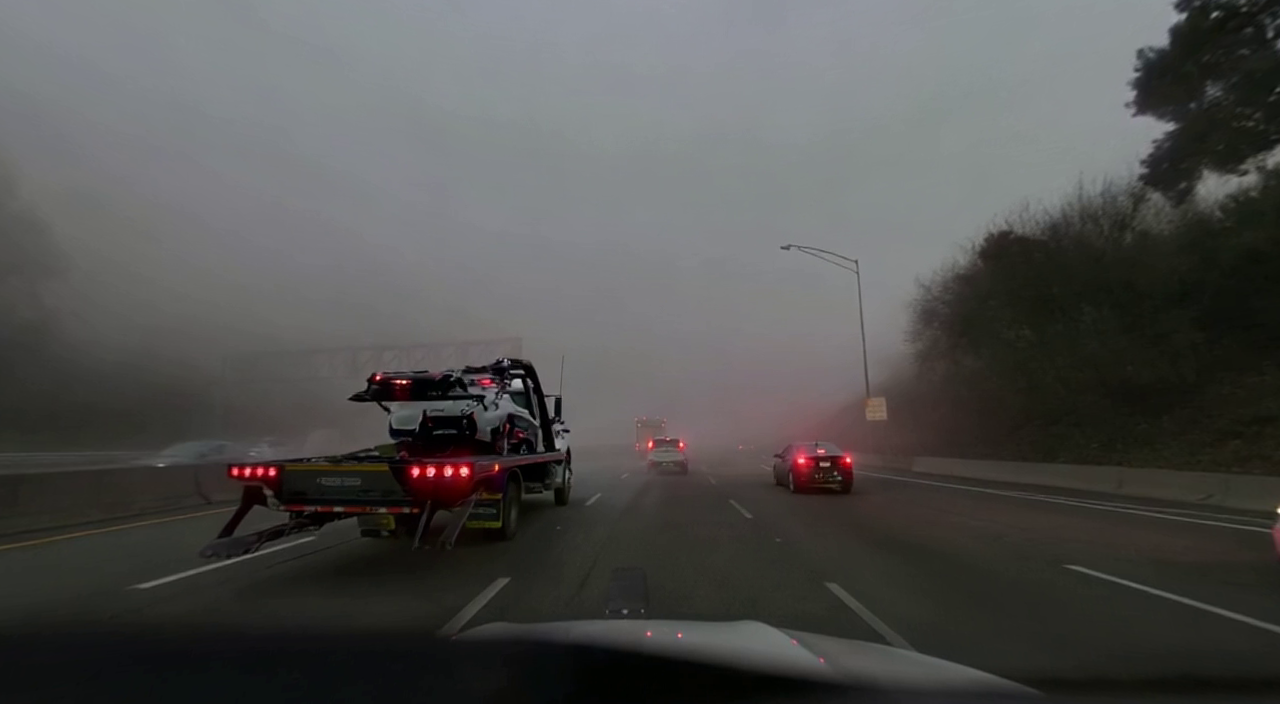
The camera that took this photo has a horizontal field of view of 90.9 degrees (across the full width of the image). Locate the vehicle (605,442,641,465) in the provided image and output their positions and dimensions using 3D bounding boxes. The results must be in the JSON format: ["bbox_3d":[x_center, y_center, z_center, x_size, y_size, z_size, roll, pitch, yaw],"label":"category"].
[{"bbox_3d":[-1.096,6.759,42.216,2.016,1.450,4.310,-1,-8,4],"label":"vehicle"}]

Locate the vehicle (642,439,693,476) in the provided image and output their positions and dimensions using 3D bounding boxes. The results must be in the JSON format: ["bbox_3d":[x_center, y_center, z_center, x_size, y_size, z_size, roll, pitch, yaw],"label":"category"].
[{"bbox_3d":[1.221,4.591,27.647,2.079,1.499,3.915,0,-8,3],"label":"vehicle"}]

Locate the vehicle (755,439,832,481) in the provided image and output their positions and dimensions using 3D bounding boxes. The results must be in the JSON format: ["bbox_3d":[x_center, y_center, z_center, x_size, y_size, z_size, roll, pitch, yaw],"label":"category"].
[{"bbox_3d":[6.378,4.520,26.832,2.075,1.614,4.682,0,-8,0],"label":"vehicle"}]

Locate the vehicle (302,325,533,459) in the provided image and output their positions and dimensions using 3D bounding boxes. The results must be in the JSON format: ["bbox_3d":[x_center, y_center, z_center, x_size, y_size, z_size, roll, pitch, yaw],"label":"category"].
[{"bbox_3d":[-3.171,0.837,10.256,1.893,1.674,4.766,0,-8,1],"label":"vehicle"}]

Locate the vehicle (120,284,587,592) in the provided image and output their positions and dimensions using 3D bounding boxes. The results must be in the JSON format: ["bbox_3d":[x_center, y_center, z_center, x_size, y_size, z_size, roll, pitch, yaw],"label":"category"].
[{"bbox_3d":[-3.170,1.532,11.239,3.162,2.955,10.282,0,-8,2],"label":"vehicle"}]
